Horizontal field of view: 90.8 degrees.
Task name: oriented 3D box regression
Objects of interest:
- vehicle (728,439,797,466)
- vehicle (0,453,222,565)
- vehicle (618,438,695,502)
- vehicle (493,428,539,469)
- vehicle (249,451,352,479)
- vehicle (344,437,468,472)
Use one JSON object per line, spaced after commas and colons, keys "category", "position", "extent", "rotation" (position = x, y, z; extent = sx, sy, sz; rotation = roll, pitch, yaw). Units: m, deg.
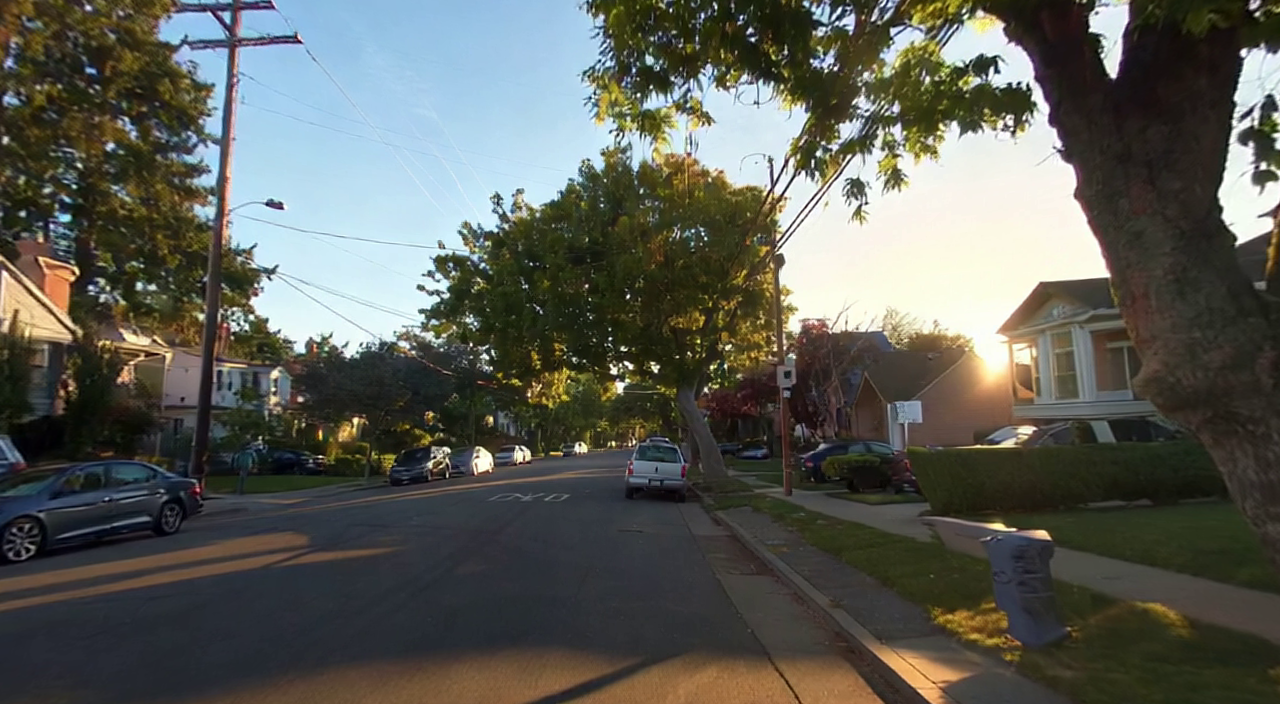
{"category": "vehicle", "position": [7.855, 6.496, 40.773], "extent": [4.075, 1.674, 1.811], "rotation": [0, -8, 0]}
{"category": "vehicle", "position": [-9.497, 2.424, 10.454], "extent": [1.968, 1.449, 4.502], "rotation": [0, -8, 2]}
{"category": "vehicle", "position": [0.474, 3.191, 17.382], "extent": [1.908, 1.572, 3.105], "rotation": [0, -8, 3]}
{"category": "vehicle", "position": [-9.440, 7.422, 48.585], "extent": [2.199, 2.902, 5.848], "rotation": [0, -8, 1]}
{"category": "vehicle", "position": [-18.205, 6.082, 33.995], "extent": [4.481, 1.420, 1.712], "rotation": [1, -9, -3]}
{"category": "vehicle", "position": [-14.015, 6.183, 38.114], "extent": [6.488, 2.009, 2.354], "rotation": [0, -8, 1]}
